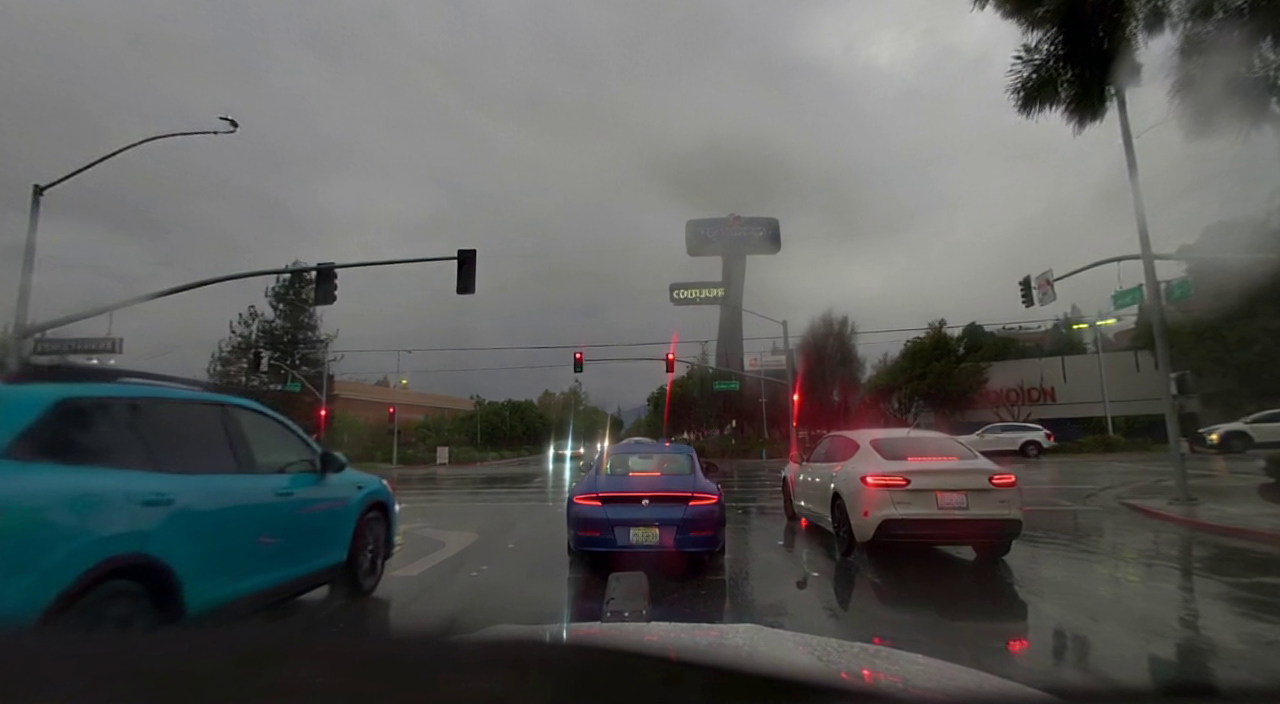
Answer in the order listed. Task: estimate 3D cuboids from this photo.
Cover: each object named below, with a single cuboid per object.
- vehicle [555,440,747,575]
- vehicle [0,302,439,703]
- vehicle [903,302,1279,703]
[{"bbox_3d":[0.121,1.872,8.388,1.945,1.343,3.827,0,-8,0],"label":"vehicle"},{"bbox_3d":[-3.262,1.042,4.367,2.061,1.781,4.842,0,-8,1],"label":"vehicle"},{"bbox_3d":[3.101,0.807,2.524,2.143,1.759,4.531,0,-8,0],"label":"vehicle"}]
